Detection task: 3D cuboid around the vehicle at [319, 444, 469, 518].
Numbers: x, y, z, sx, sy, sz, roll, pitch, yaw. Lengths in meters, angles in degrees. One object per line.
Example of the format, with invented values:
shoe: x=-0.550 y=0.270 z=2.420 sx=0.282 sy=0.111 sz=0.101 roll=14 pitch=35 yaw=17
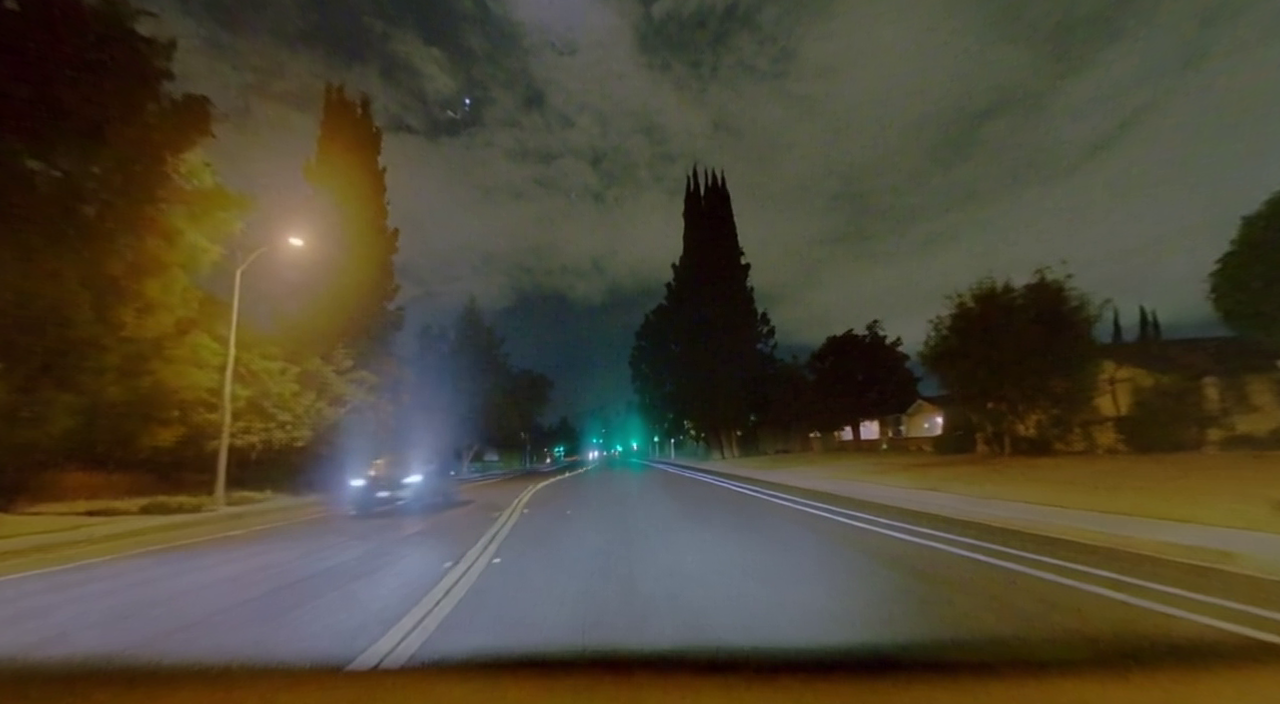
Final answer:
vehicle: x=-6.023 y=3.171 z=16.083 sx=1.951 sy=1.612 sz=4.269 roll=-1 pitch=-9 yaw=2
